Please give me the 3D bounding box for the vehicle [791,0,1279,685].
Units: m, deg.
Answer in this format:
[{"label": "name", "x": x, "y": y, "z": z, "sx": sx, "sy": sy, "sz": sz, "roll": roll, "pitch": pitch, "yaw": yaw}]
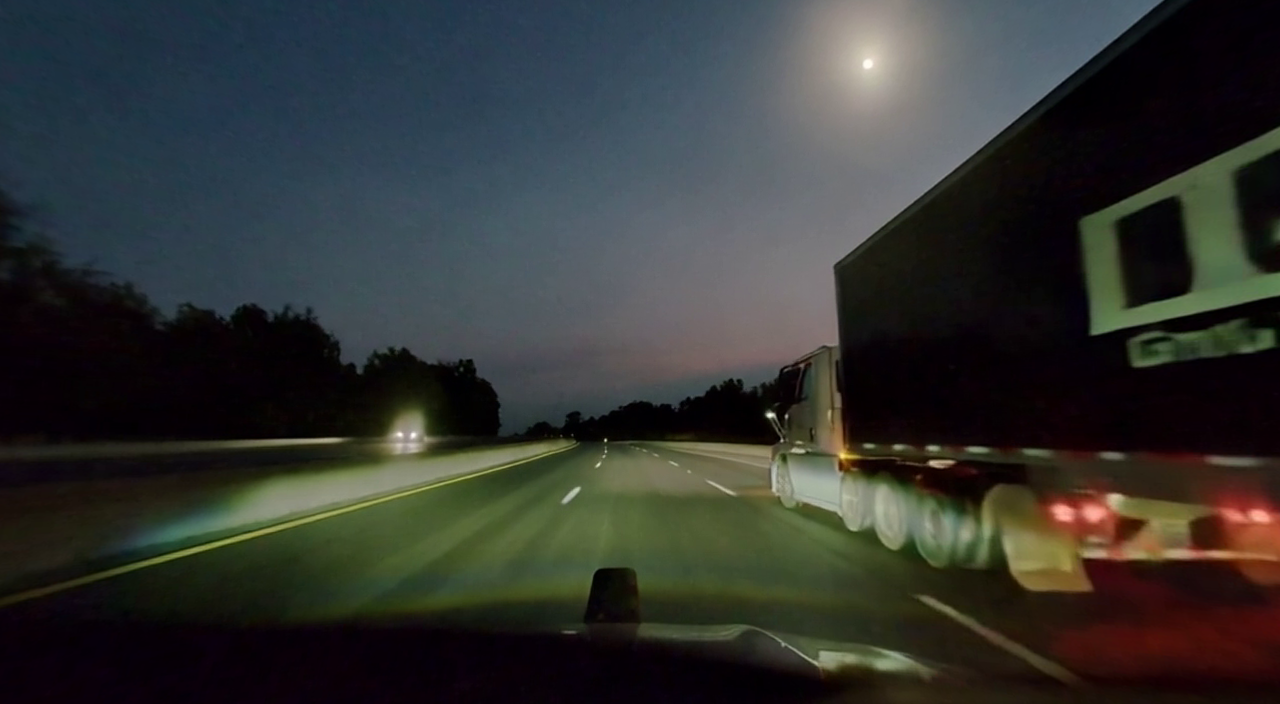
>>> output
[{"label": "vehicle", "x": 4.674, "y": 0.344, "z": 7.568, "sx": 2.985, "sy": 3.892, "sz": 9.938, "roll": 0, "pitch": -8, "yaw": -2}]
